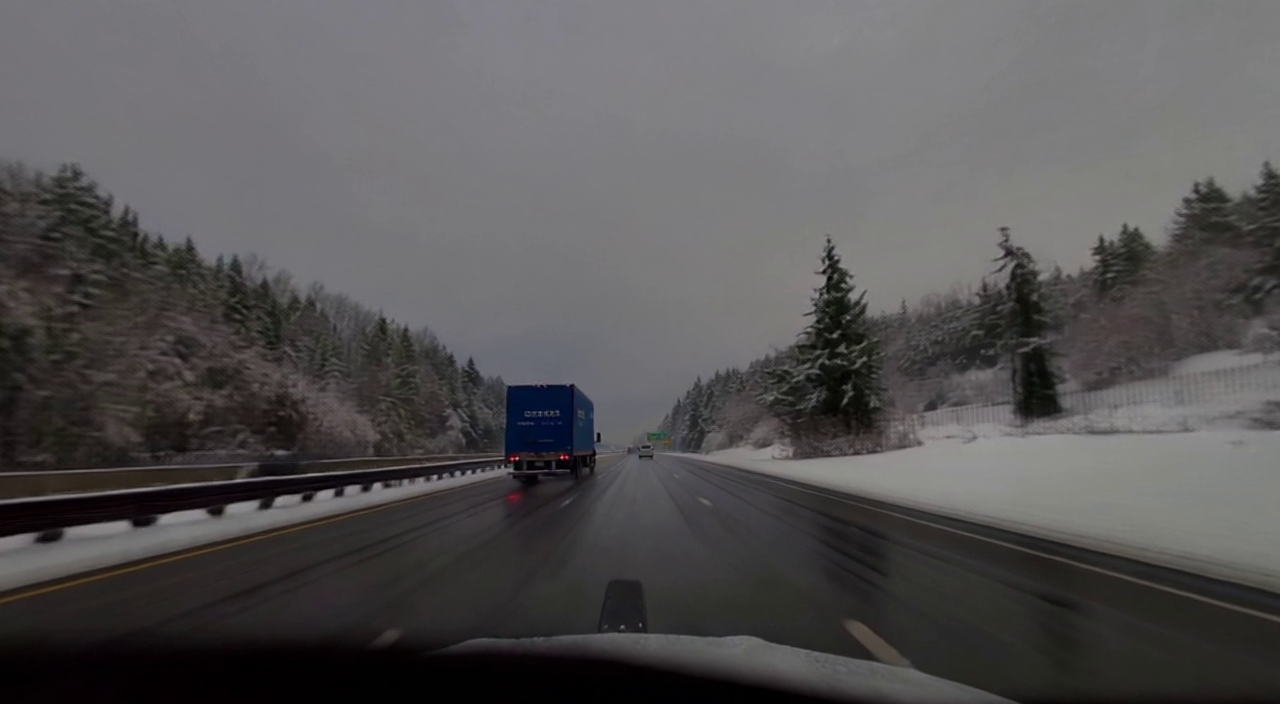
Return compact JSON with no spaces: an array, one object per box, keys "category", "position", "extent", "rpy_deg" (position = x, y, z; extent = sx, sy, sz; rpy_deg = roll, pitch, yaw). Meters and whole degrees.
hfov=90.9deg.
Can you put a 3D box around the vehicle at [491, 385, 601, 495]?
[{"category":"vehicle","position":[-2.917,3.059,21.721],"extent":[2.695,3.151,6.885],"rpy_deg":[0,-9,0]}]

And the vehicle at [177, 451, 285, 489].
[{"category":"vehicle","position":[-16.940,4.880,26.378],"extent":[1.819,1.454,3.978],"rpy_deg":[0,-9,0]}]
